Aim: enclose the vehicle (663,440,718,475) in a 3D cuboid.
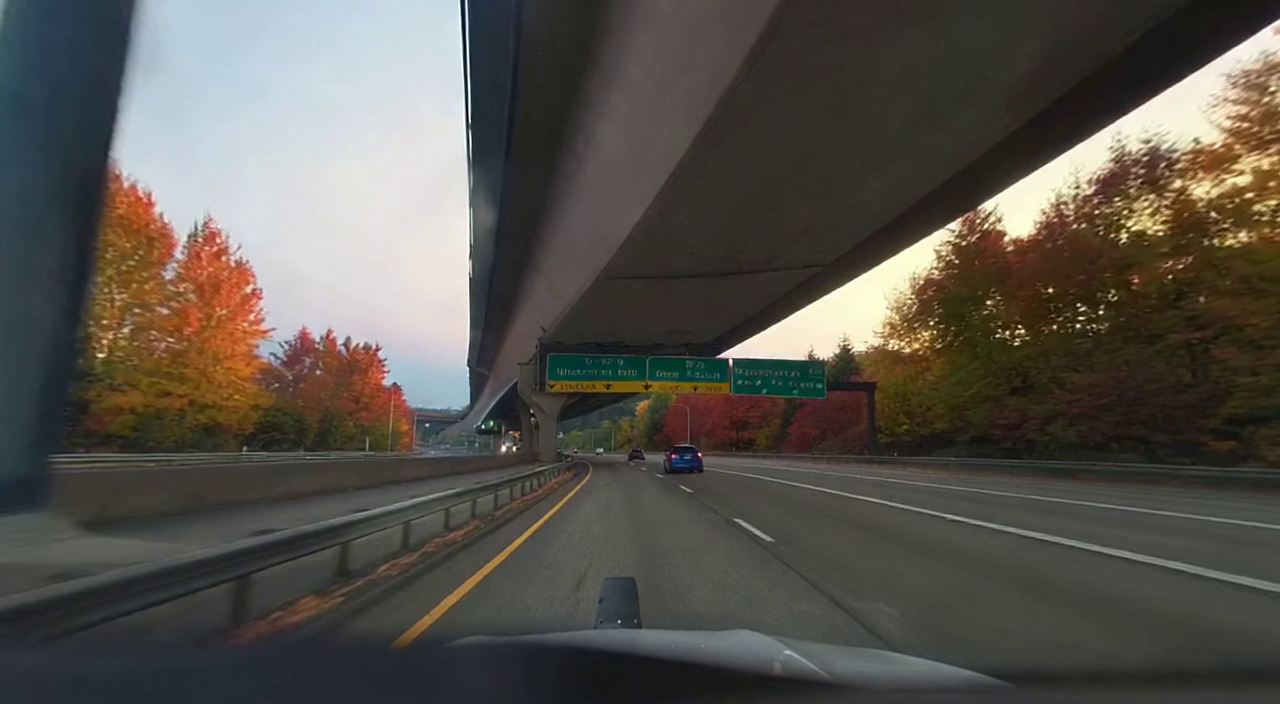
[{"bbox_3d":[2.491,5.371,31.967,2.337,1.633,4.222,0,-9,-1],"label":"vehicle"}]
